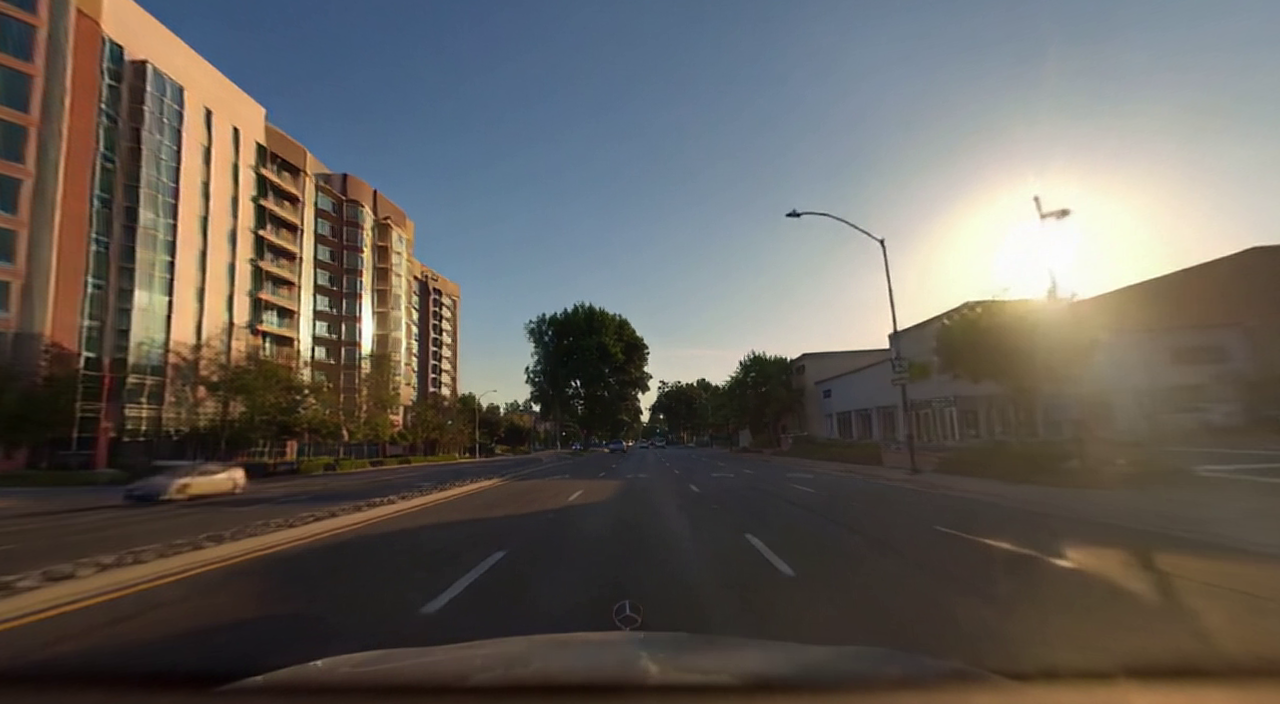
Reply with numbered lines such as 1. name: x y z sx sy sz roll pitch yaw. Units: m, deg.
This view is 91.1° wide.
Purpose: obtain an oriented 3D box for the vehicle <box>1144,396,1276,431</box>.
1. vehicle: 30.170 3.342 33.427 1.979 1.592 4.711 4 -9 -24

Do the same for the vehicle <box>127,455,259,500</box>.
1. vehicle: -17.323 4.857 24.642 1.961 1.525 4.332 0 -8 0
